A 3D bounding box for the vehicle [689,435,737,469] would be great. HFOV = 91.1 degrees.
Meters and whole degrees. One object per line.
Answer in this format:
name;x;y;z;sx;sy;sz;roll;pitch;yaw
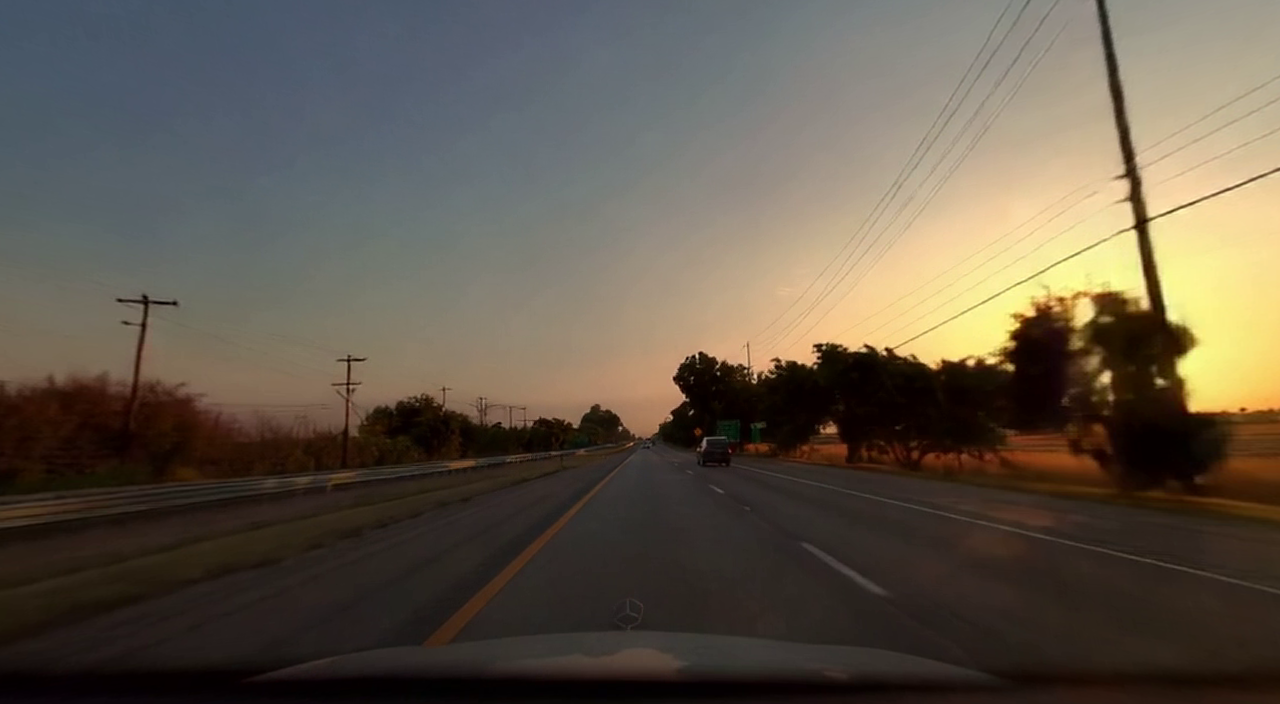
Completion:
vehicle;4.323;6.029;38.037;2.228;1.852;5.449;0;-8;0
